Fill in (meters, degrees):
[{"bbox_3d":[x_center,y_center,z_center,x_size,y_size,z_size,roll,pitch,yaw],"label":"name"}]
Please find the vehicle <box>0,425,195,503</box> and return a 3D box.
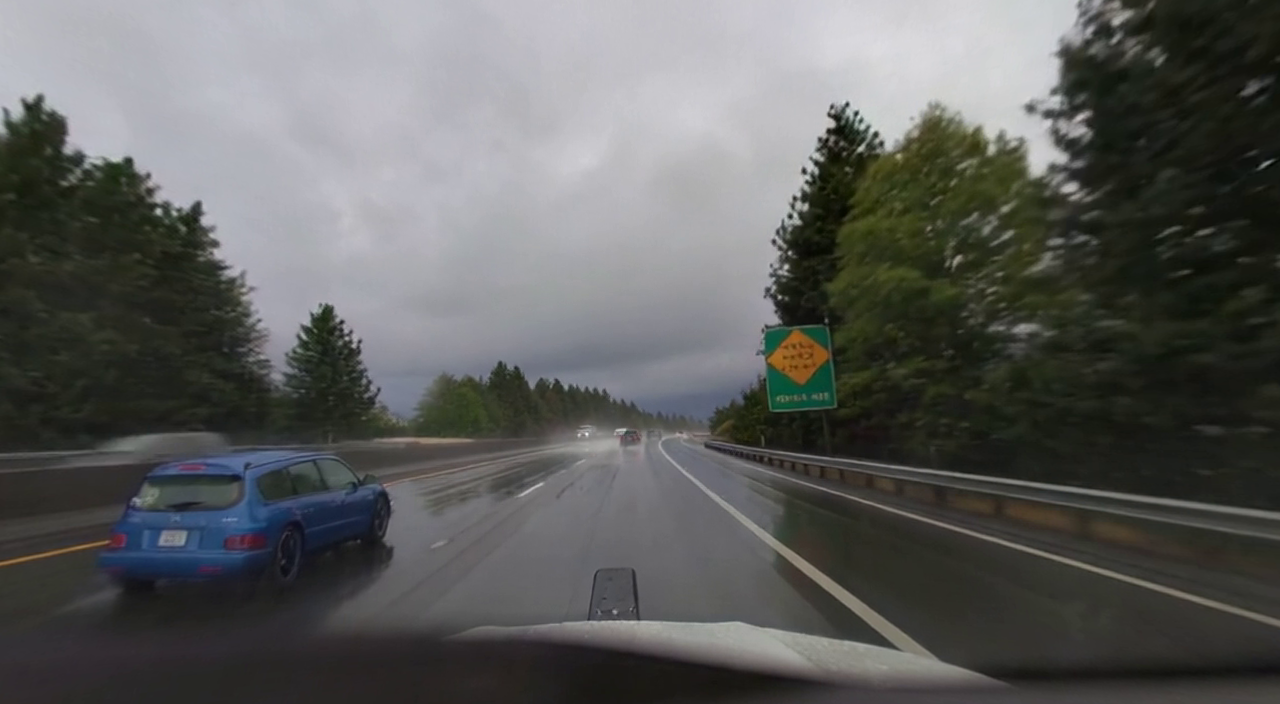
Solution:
[{"bbox_3d":[-12.580,2.453,14.289,1.874,1.488,4.245,0,-8,-1],"label":"vehicle"}]
